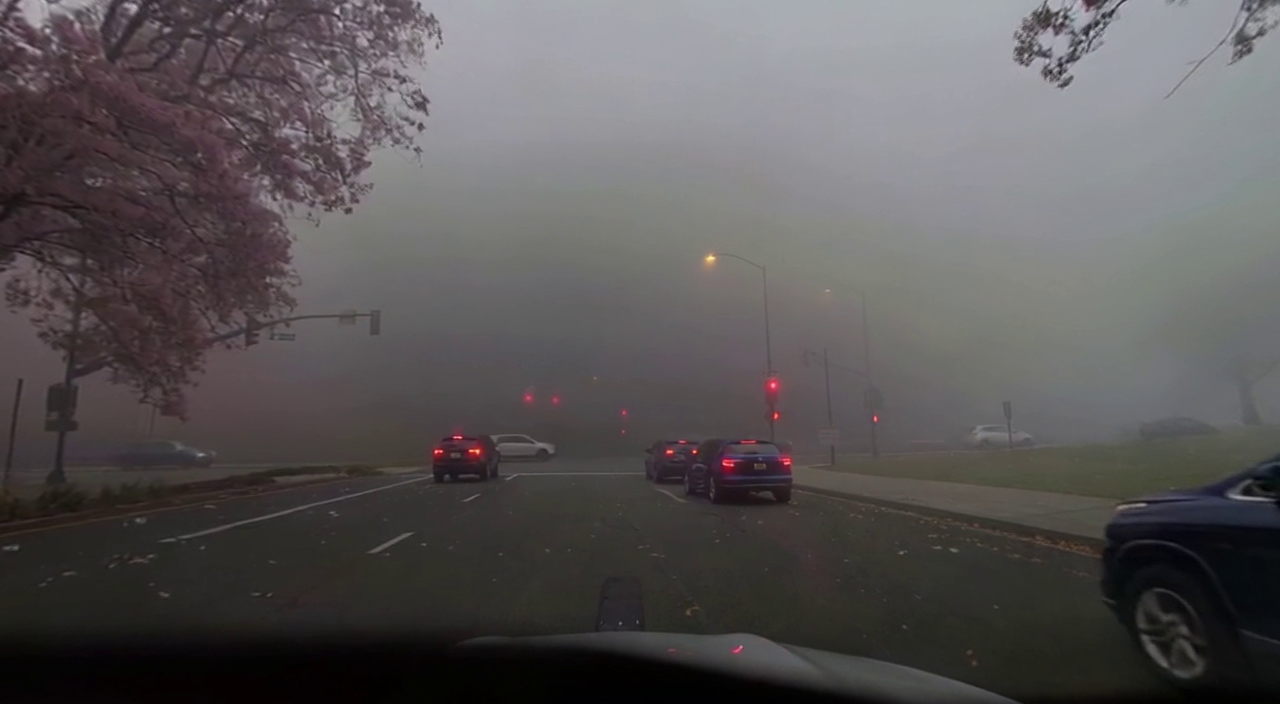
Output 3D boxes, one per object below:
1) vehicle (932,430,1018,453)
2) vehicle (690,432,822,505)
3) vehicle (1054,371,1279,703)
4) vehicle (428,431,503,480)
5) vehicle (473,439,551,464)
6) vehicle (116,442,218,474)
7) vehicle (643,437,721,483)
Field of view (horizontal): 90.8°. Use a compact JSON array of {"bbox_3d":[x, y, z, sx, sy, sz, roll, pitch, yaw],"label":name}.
[{"bbox_3d":[22.720,6.100,42.923,4.829,1.470,1.874,1,-8,-6],"label":"vehicle"},{"bbox_3d":[2.621,2.764,15.474,2.019,1.518,4.285,1,-9,-6],"label":"vehicle"},{"bbox_3d":[4.294,0.787,2.256,2.154,1.632,4.710,0,-8,-5],"label":"vehicle"},{"bbox_3d":[-6.596,3.959,24.435,1.995,1.703,4.367,0,-8,-5],"label":"vehicle"},{"bbox_3d":[-7.906,6.209,39.400,4.526,1.452,1.920,1,-8,-6],"label":"vehicle"},{"bbox_3d":[-27.453,6.127,36.795,4.263,1.769,1.870,1,-9,-7],"label":"vehicle"},{"bbox_3d":[1.361,3.791,22.472,2.007,1.466,4.291,1,-9,-7],"label":"vehicle"}]
